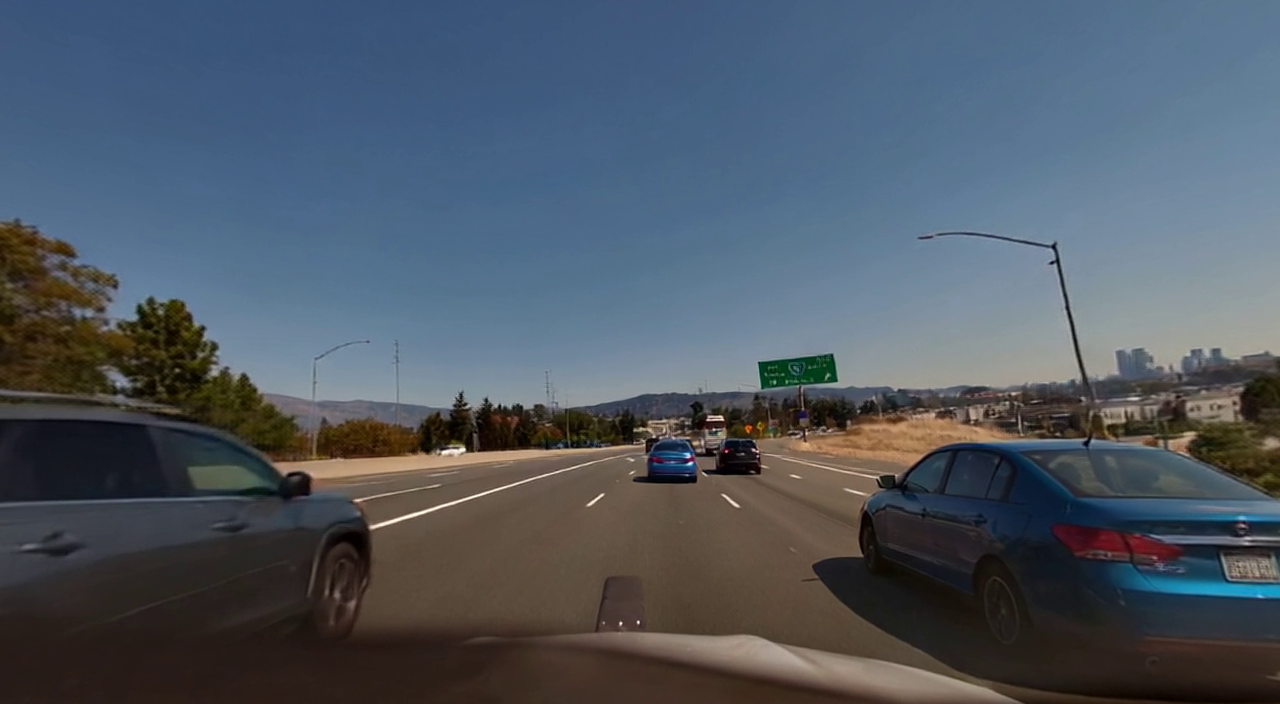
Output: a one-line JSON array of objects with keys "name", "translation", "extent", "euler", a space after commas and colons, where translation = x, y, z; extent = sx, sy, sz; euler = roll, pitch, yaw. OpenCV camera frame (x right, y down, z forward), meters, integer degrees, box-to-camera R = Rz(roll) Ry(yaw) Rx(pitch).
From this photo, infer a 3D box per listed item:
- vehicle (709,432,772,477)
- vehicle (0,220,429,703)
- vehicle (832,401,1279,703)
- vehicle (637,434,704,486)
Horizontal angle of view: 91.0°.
[{"name": "vehicle", "translation": [4.109, 4.280, 26.399], "extent": [2.076, 1.684, 4.241], "euler": [0, -9, 2]}, {"name": "vehicle", "translation": [-3.086, 0.745, 2.734], "extent": [2.434, 1.965, 5.305], "euler": [0, -9, 1]}, {"name": "vehicle", "translation": [3.123, 1.273, 4.609], "extent": [2.009, 1.489, 4.559], "euler": [0, -9, 0]}, {"name": "vehicle", "translation": [1.023, 3.686, 21.667], "extent": [2.074, 1.614, 3.803], "euler": [0, -9, 2]}]
